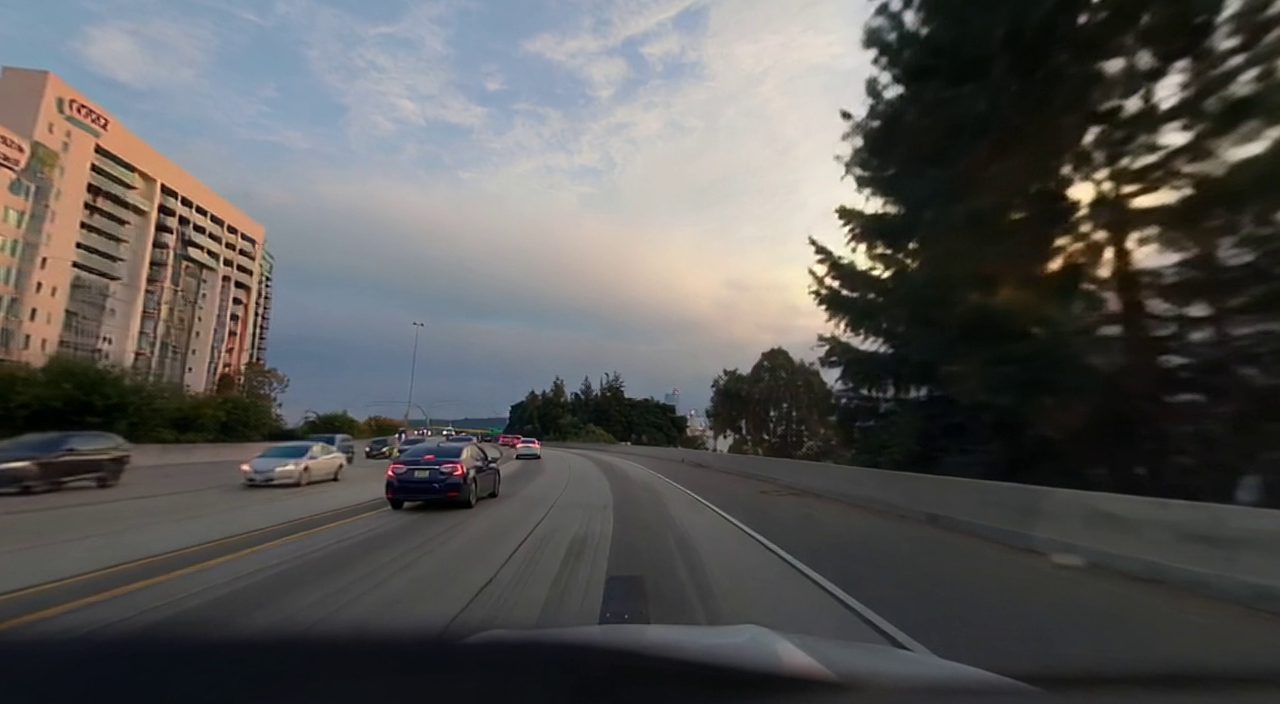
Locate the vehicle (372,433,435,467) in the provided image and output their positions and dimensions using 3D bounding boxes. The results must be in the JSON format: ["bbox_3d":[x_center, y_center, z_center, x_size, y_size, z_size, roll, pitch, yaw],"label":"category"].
[{"bbox_3d":[-12.702,5.280,34.186,2.028,1.675,4.870,1,-8,-6],"label":"vehicle"}]

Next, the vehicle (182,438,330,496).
[{"bbox_3d":[-10.931,3.266,18.350,1.902,1.468,4.103,0,-8,-4],"label":"vehicle"}]

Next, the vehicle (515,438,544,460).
[{"bbox_3d":[-7.933,7.009,45.522,1.885,1.469,4.211,1,-8,-8],"label":"vehicle"}]

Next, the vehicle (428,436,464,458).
[{"bbox_3d":[-14.381,7.106,46.998,1.897,1.538,4.033,1,-9,-8],"label":"vehicle"}]
